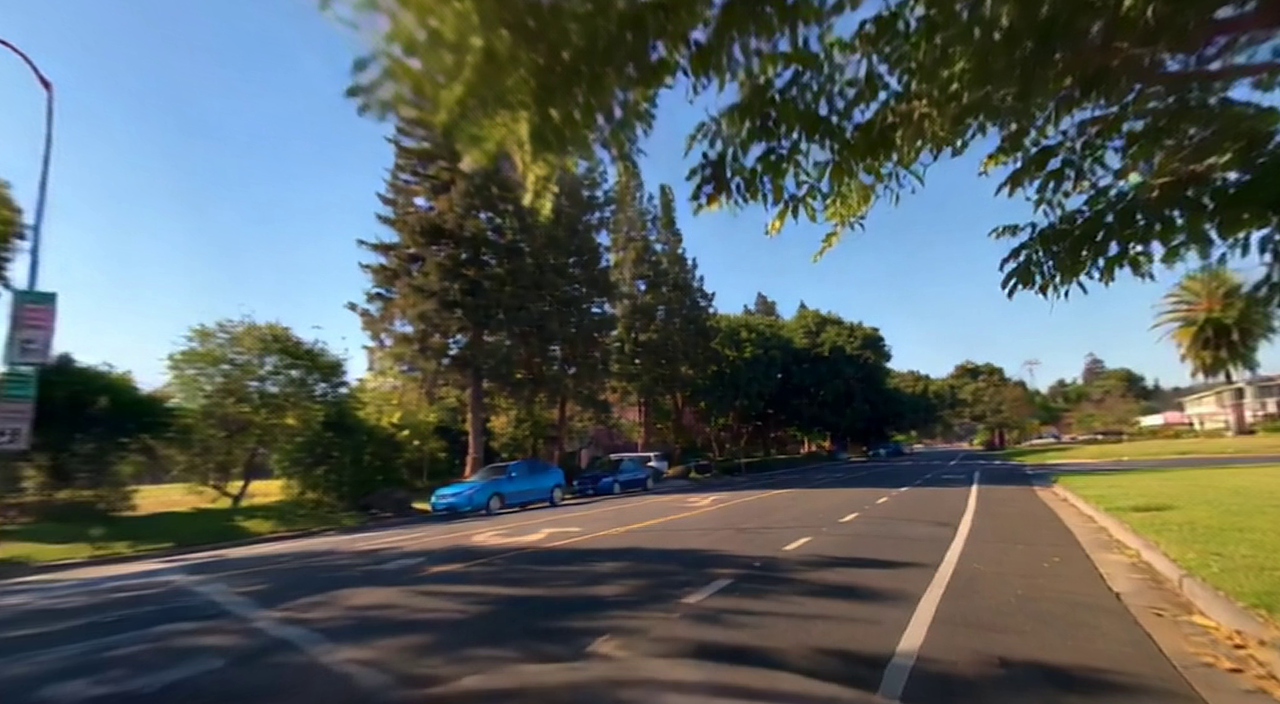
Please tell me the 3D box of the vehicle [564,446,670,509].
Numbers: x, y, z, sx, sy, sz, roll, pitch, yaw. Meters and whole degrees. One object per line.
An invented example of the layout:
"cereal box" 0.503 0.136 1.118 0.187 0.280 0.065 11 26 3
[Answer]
"vehicle" -0.832 5.060 25.807 2.087 1.700 4.467 -9 -4 29

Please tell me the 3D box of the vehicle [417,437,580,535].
"vehicle" -4.245 4.089 19.941 2.159 1.959 5.179 -9 -3 24
